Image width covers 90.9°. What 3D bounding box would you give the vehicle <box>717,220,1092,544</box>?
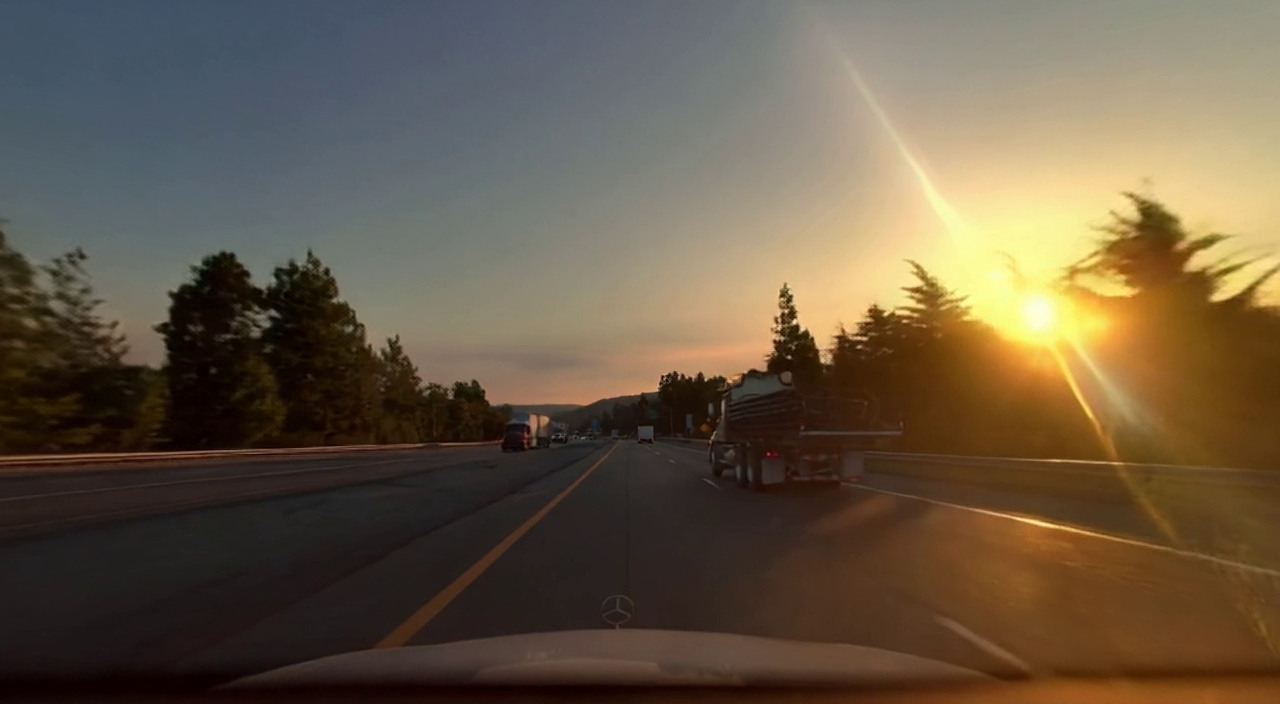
[{"bbox_3d":[3.840,1.026,13.121,2.911,3.994,10.840,0,-8,-1],"label":"vehicle"}]
